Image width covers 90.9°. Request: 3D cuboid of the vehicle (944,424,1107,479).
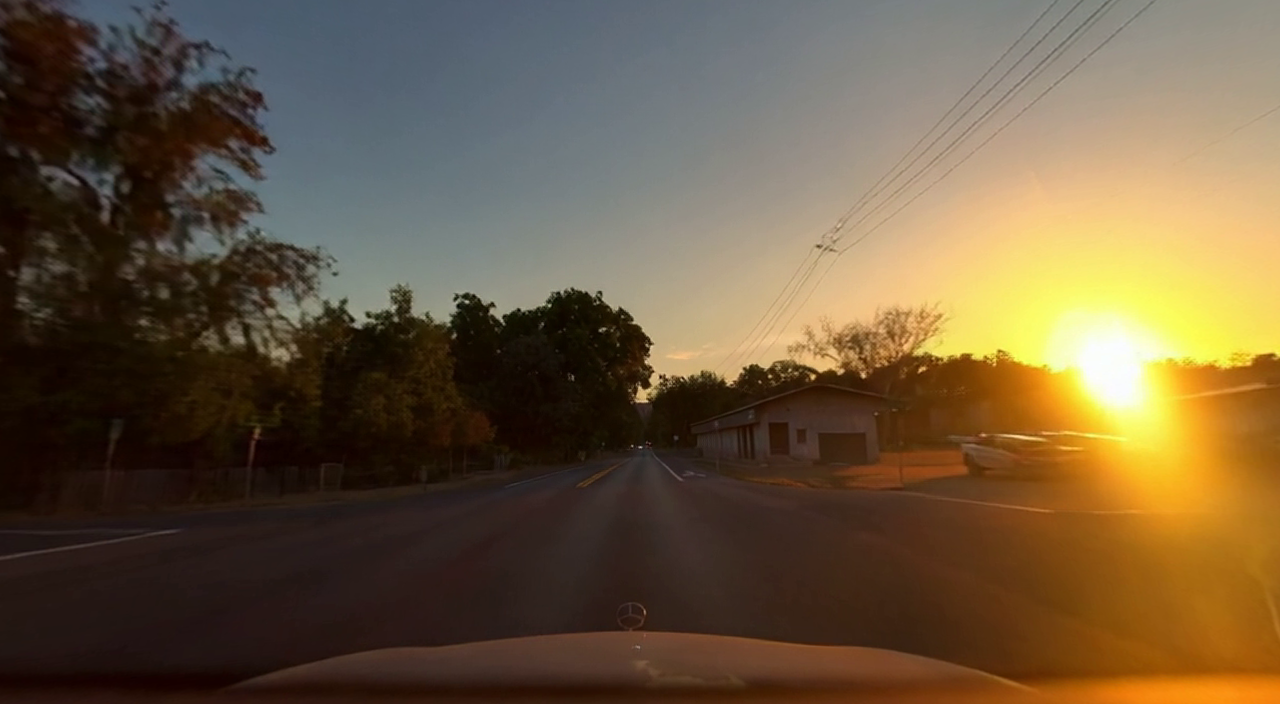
[{"bbox_3d":[14.333,3.726,23.852,2.037,1.829,4.919,3,-9,-21],"label":"vehicle"}]
